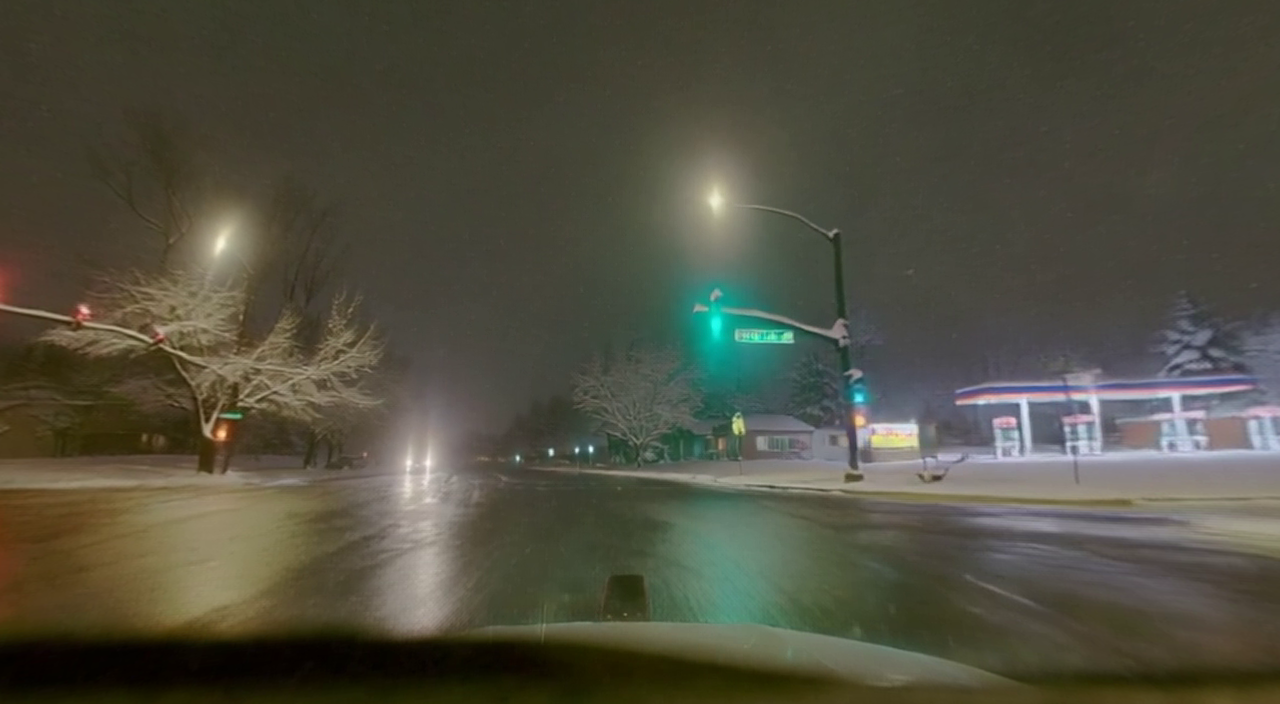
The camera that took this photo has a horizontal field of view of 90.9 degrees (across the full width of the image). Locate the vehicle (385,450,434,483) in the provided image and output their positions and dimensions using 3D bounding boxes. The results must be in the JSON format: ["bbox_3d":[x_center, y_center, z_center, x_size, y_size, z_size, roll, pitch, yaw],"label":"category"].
[{"bbox_3d":[-12.516,6.204,34.449,2.048,1.670,4.450,2,-9,-14],"label":"vehicle"}]
